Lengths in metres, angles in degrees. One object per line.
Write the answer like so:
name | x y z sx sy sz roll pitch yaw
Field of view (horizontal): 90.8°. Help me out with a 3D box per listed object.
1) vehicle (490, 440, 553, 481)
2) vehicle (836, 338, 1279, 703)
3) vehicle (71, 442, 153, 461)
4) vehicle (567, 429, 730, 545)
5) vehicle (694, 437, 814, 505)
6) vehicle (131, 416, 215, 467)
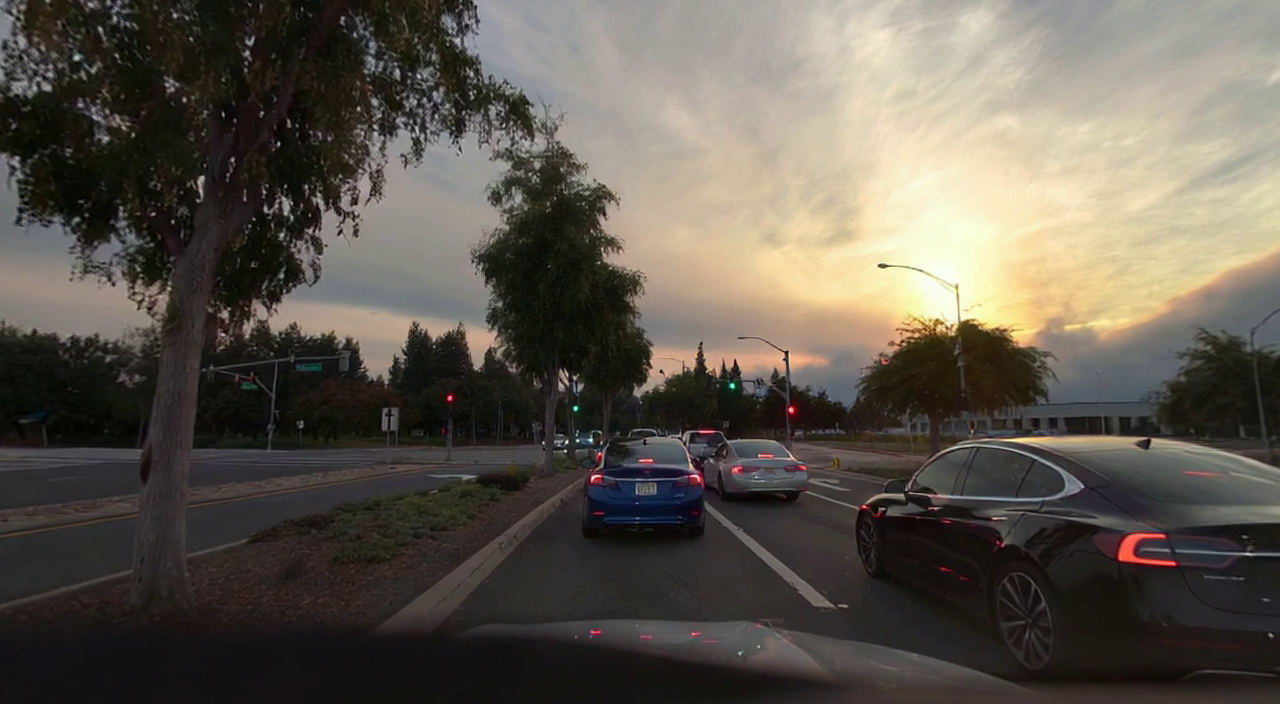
vehicle | -4.636 4.283 25.273 1.972 1.457 4.171 0 -8 -4
vehicle | 3.188 1.108 4.307 2.167 1.676 4.443 0 -8 -1
vehicle | -40.313 7.573 48.305 4.418 1.415 1.941 0 -8 -2
vehicle | 0.029 2.086 10.492 2.147 1.499 4.240 0 -8 -2
vehicle | 2.697 2.931 16.048 2.058 1.466 4.208 0 -8 -3
vehicle | -29.264 5.611 39.713 2.608 2.990 3.026 2 -8 3
